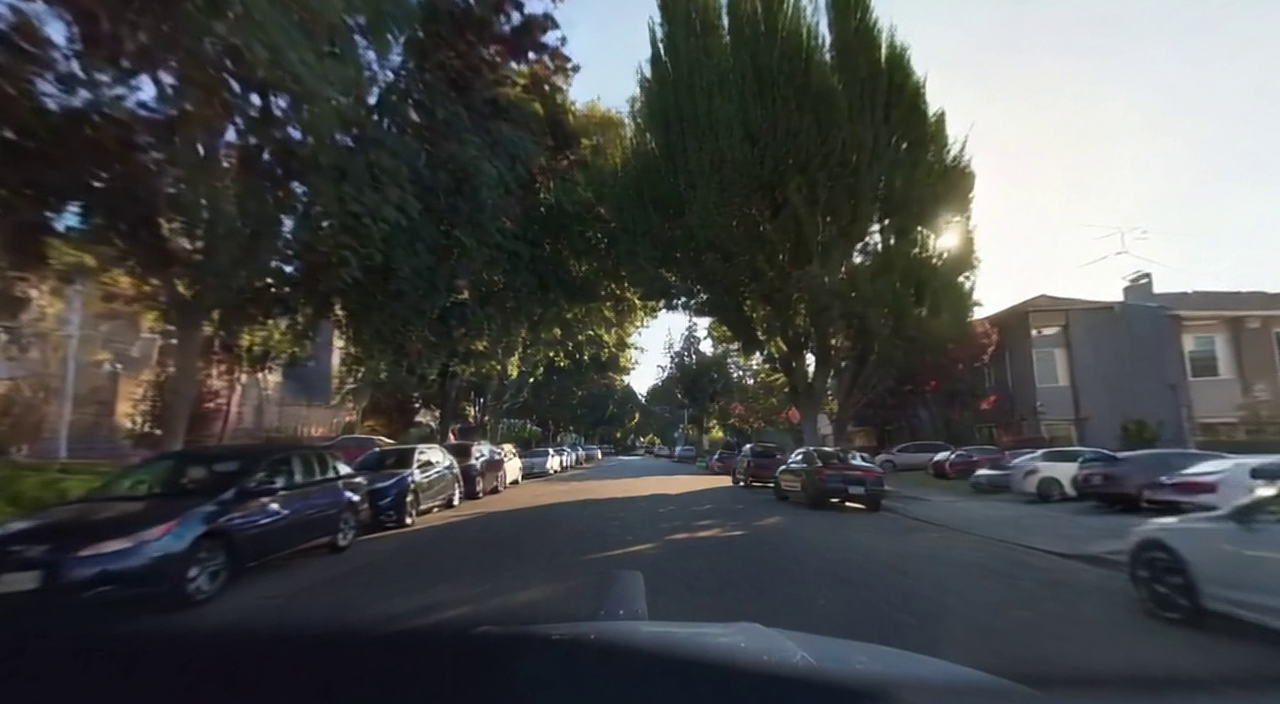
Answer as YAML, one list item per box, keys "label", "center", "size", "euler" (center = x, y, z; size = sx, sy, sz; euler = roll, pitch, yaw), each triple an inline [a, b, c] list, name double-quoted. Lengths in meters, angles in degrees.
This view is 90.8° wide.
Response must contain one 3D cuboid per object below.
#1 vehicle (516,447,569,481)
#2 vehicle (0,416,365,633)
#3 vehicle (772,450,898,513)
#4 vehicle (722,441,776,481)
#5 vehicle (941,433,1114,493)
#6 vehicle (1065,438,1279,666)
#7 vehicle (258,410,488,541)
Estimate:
- label: "vehicle"
  center: [-4.676, 5.406, 30.812]
  size: [1.973, 1.454, 4.559]
  euler: [1, -8, -2]
- label: "vehicle"
  center: [-4.716, 1.600, 6.659]
  size: [1.983, 1.579, 3.879]
  euler: [1, -10, -2]
- label: "vehicle"
  center: [5.024, 3.362, 16.945]
  size: [1.847, 1.448, 4.162]
  euler: [1, -9, -3]
- label: "vehicle"
  center: [5.318, 5.390, 31.481]
  size: [1.959, 1.828, 4.175]
  euler: [0, -9, 0]
- label: "vehicle"
  center: [12.523, 3.588, 20.577]
  size: [4.485, 1.723, 2.028]
  euler: [-6, -12, 35]
- label: "vehicle"
  center: [5.307, 1.307, 4.001]
  size: [2.007, 1.512, 4.524]
  euler: [0, -9, -1]
- label: "vehicle"
  center: [-4.721, 2.330, 12.468]
  size: [2.180, 1.936, 5.721]
  euler: [0, -9, -2]
